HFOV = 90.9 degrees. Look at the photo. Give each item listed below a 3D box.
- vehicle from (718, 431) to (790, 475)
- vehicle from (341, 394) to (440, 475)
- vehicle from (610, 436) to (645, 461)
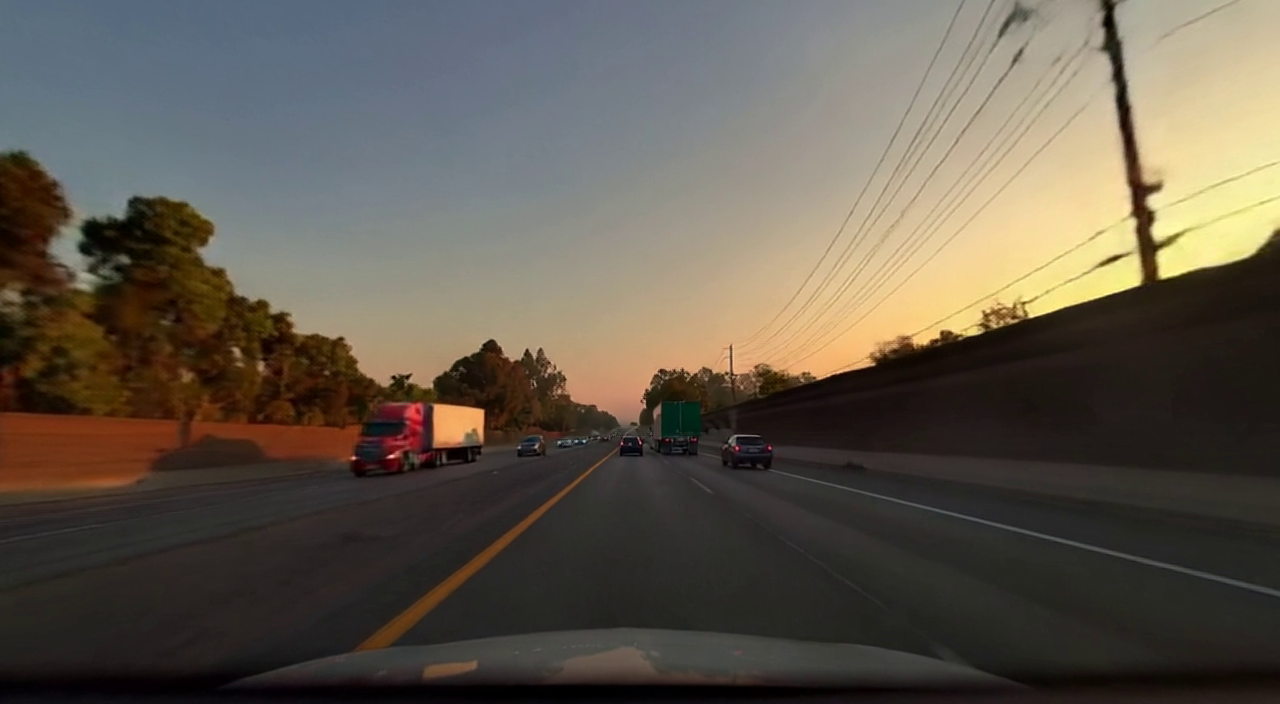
[{"bbox_3d":[4.331,3.883,24.534,1.930,1.573,3.853,0,-8,-2],"label":"vehicle"},{"bbox_3d":[-13.787,4.630,35.466,3.005,4.138,6.065,0,-8,-1],"label":"vehicle"},{"bbox_3d":[-0.797,6.205,40.746,2.163,1.466,3.693,0,-8,-1],"label":"vehicle"}]
